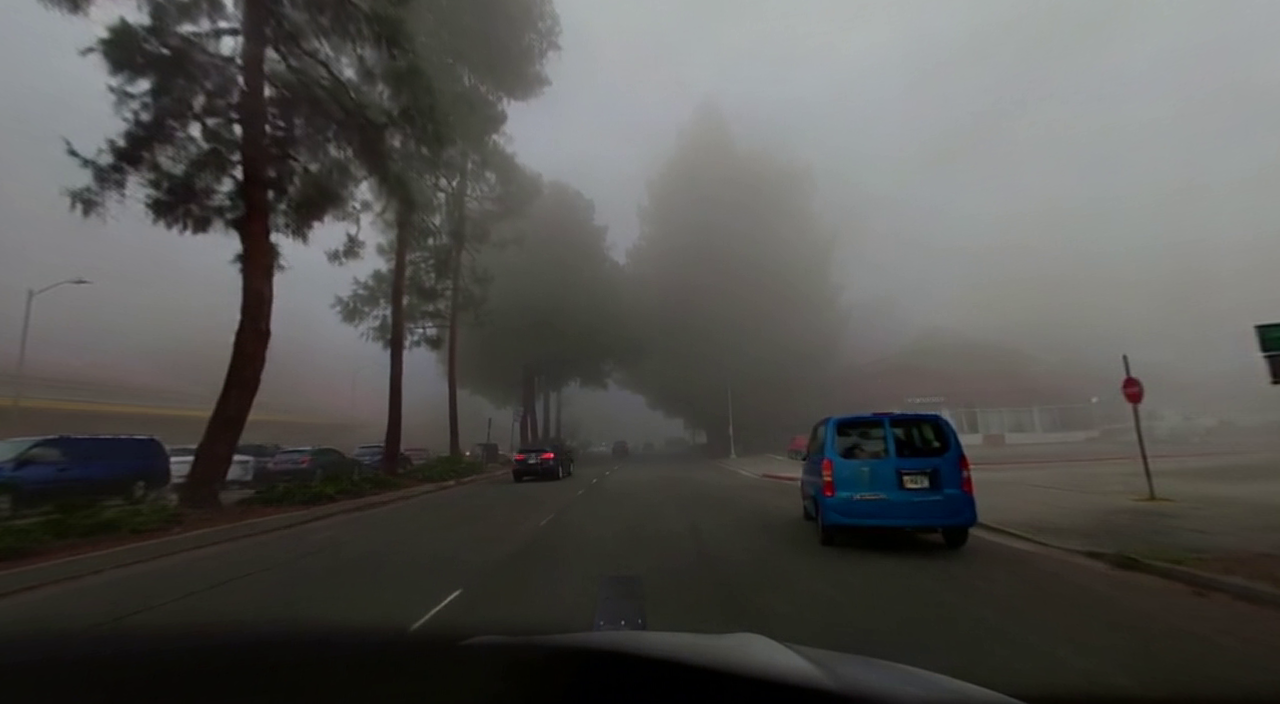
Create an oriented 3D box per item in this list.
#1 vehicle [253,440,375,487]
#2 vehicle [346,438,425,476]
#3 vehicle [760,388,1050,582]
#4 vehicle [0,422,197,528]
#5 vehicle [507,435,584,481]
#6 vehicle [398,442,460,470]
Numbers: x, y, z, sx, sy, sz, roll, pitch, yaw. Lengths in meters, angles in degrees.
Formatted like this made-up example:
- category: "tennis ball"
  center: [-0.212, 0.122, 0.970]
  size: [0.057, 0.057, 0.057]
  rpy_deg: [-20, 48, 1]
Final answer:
- category: "vehicle"
  center: [-11.576, 3.966, 22.686]
  size: [1.959, 1.488, 4.390]
  rpy_deg: [0, -8, 1]
- category: "vehicle"
  center: [-11.677, 4.834, 29.087]
  size: [1.852, 1.621, 4.166]
  rpy_deg: [0, -8, 1]
- category: "vehicle"
  center: [2.898, 1.575, 8.218]
  size: [2.293, 1.779, 4.457]
  rpy_deg: [-1, -8, 7]
- category: "vehicle"
  center: [-11.997, 2.438, 12.922]
  size: [2.117, 1.787, 4.917]
  rpy_deg: [0, -8, 0]
- category: "vehicle"
  center: [-3.283, 3.779, 22.618]
  size: [1.966, 1.481, 4.385]
  rpy_deg: [0, -8, 2]
- category: "vehicle"
  center: [-11.788, 5.809, 35.357]
  size: [1.948, 1.453, 4.431]
  rpy_deg: [0, -8, 0]
